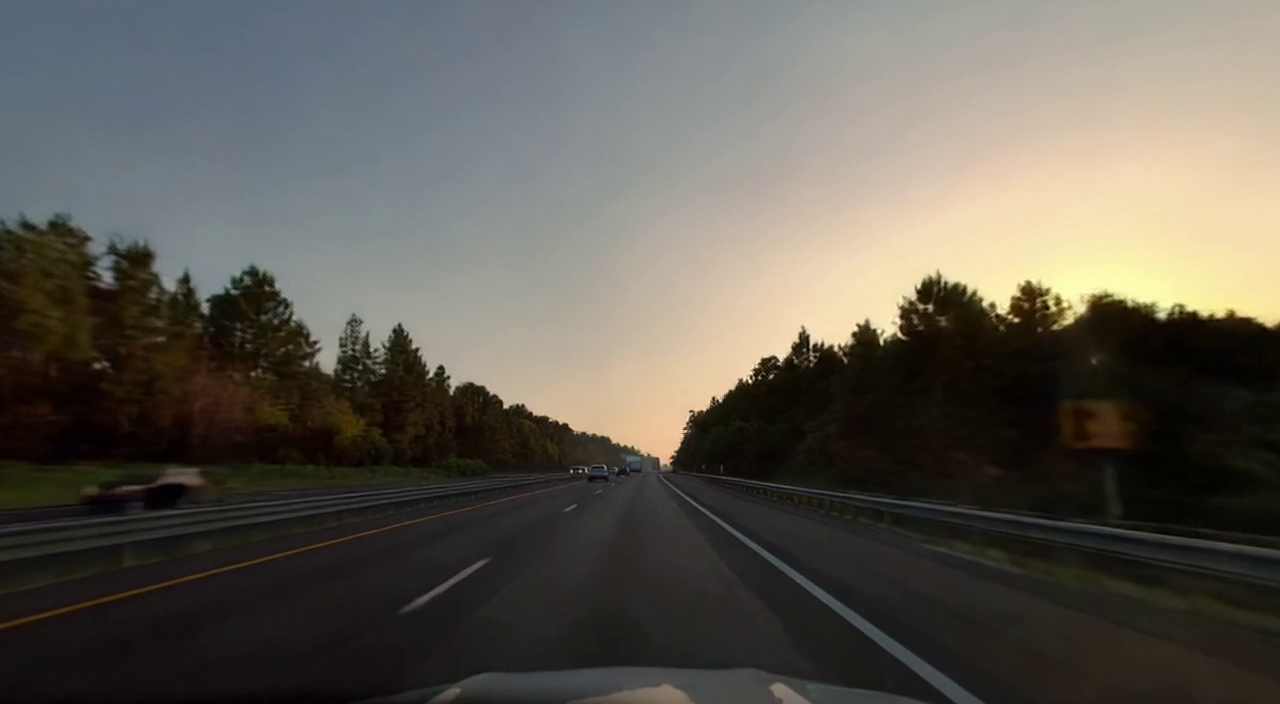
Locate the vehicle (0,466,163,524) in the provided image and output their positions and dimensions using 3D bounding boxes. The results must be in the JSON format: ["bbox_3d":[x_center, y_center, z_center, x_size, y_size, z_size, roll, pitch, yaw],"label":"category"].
[{"bbox_3d":[-16.127,4.006,18.044,1.862,1.433,3.846,1,-10,0],"label":"vehicle"}]
